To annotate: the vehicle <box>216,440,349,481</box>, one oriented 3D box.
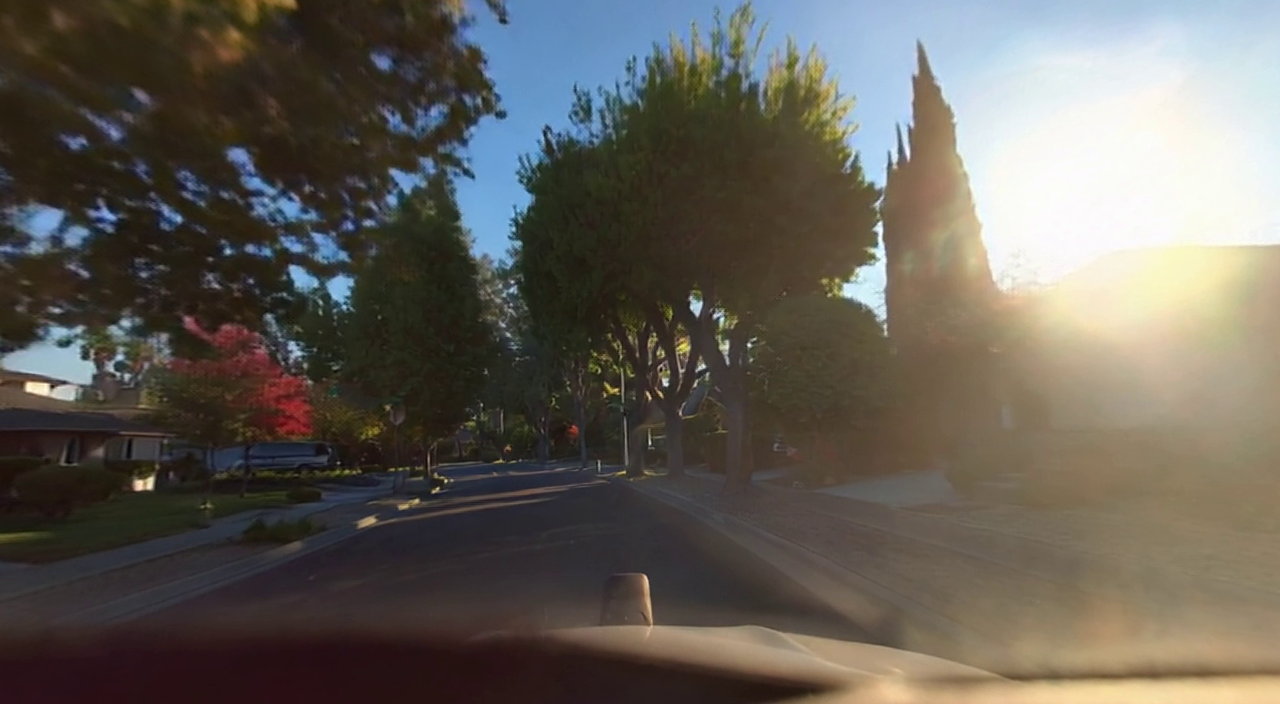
[{"bbox_3d":[-15.151,4.599,26.934,4.471,1.638,1.877,1,-8,-10],"label":"vehicle"}]
